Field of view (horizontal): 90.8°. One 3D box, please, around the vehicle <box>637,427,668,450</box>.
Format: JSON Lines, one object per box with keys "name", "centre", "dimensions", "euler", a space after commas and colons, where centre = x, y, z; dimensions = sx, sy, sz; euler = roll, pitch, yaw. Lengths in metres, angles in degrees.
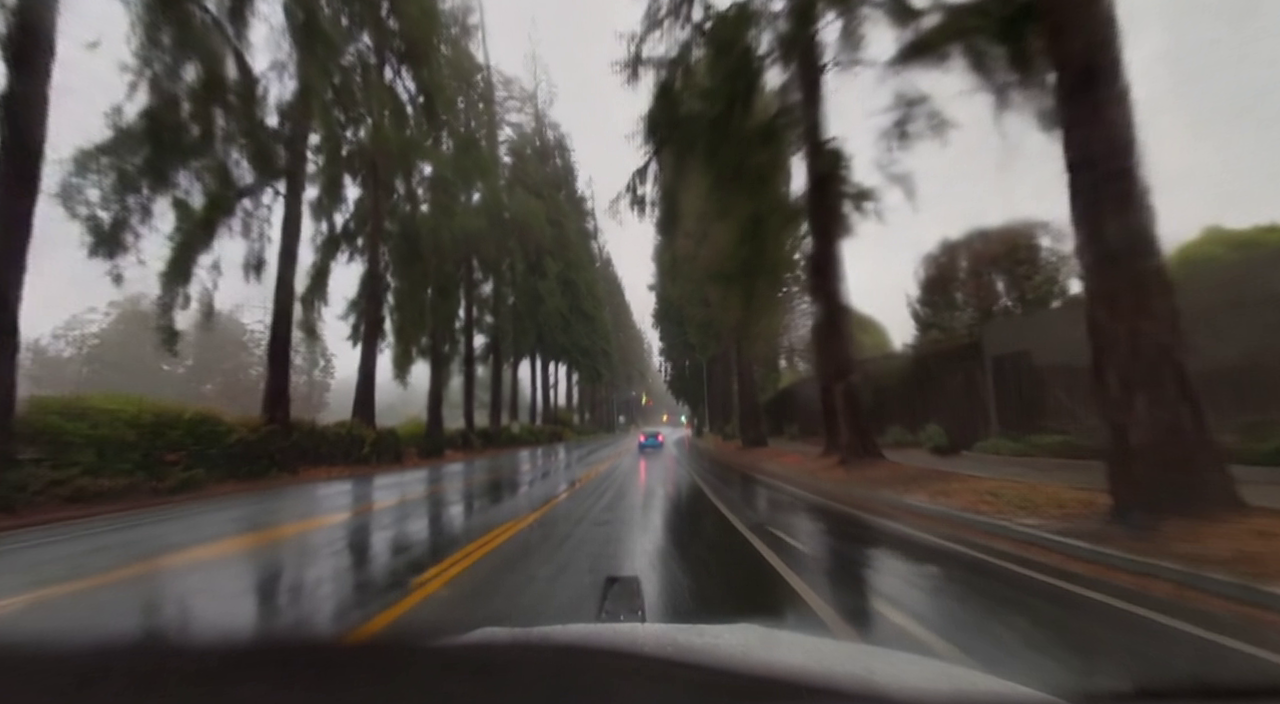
{"name": "vehicle", "centre": [0.883, 6.038, 44.031], "dimensions": [2.067, 1.486, 3.861], "euler": [-1, -8, 2]}
